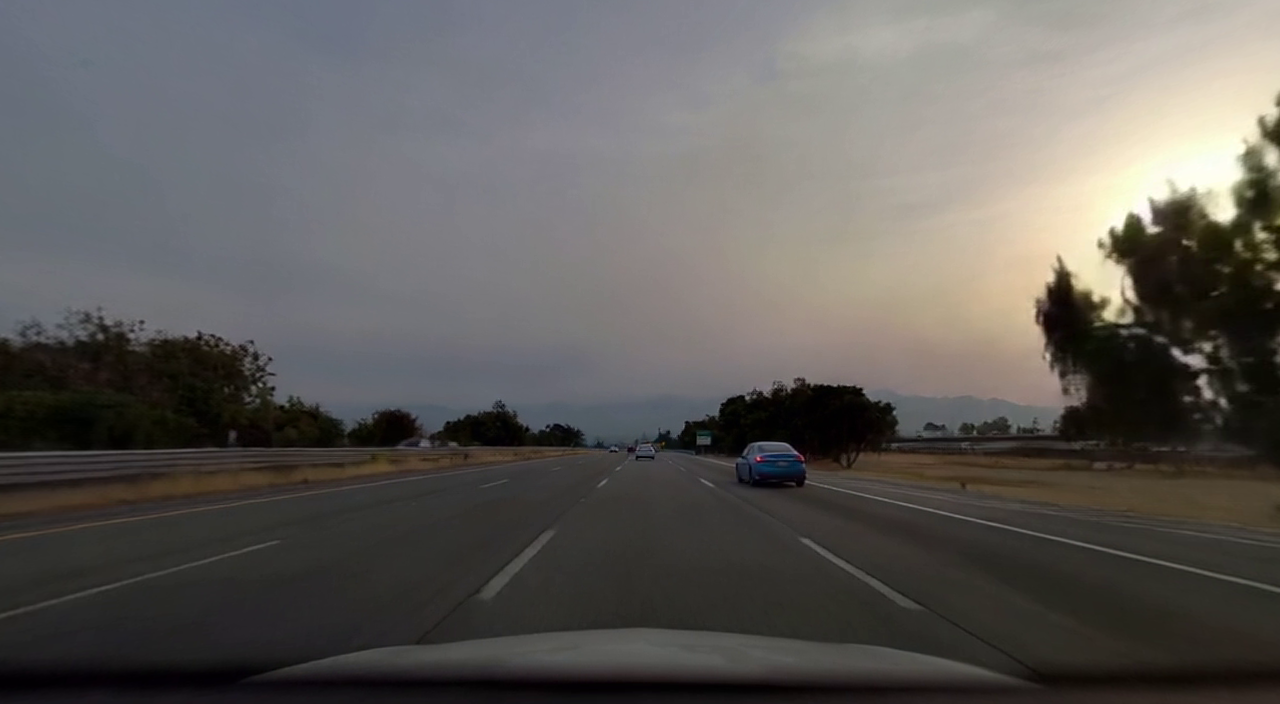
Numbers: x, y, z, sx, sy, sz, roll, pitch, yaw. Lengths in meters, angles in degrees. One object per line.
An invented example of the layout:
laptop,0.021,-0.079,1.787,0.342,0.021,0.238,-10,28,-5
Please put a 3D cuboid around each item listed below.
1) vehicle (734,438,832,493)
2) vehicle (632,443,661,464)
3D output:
vehicle,4.383,3.547,20.061,2.008,1.524,4.598,1,-8,0
vehicle,0.436,7.363,45.600,2.052,1.449,3.857,1,-8,0
